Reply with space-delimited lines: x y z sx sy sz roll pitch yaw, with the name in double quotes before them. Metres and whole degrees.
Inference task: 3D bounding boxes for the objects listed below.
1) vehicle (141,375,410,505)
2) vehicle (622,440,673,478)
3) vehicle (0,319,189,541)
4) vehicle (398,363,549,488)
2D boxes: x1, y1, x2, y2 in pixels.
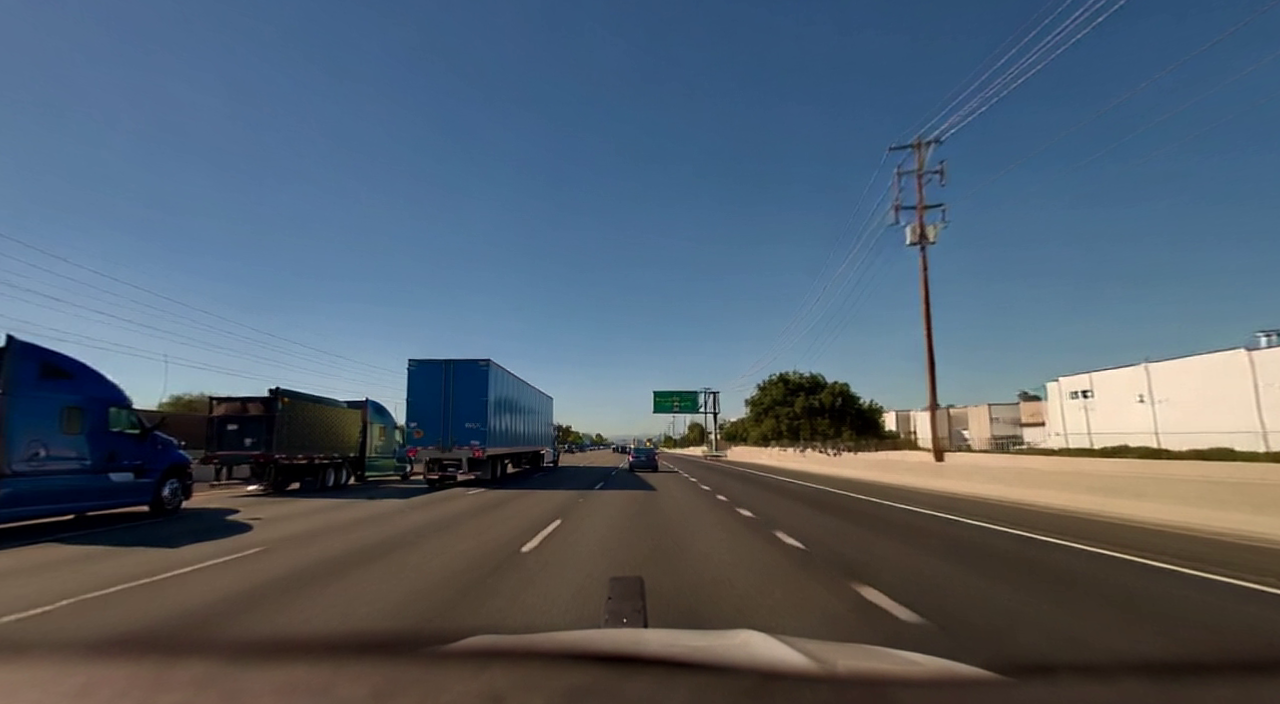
"vehicle" -10.571 2.831 20.112 2.896 3.140 9.491 0 -8 0
"vehicle" 0.268 4.676 27.748 2.055 1.514 4.323 0 -8 -1
"vehicle" -10.594 1.137 9.165 2.722 3.172 7.167 0 -8 -1
"vehicle" -6.541 3.515 28.367 2.907 4.081 15.311 0 -8 -1
